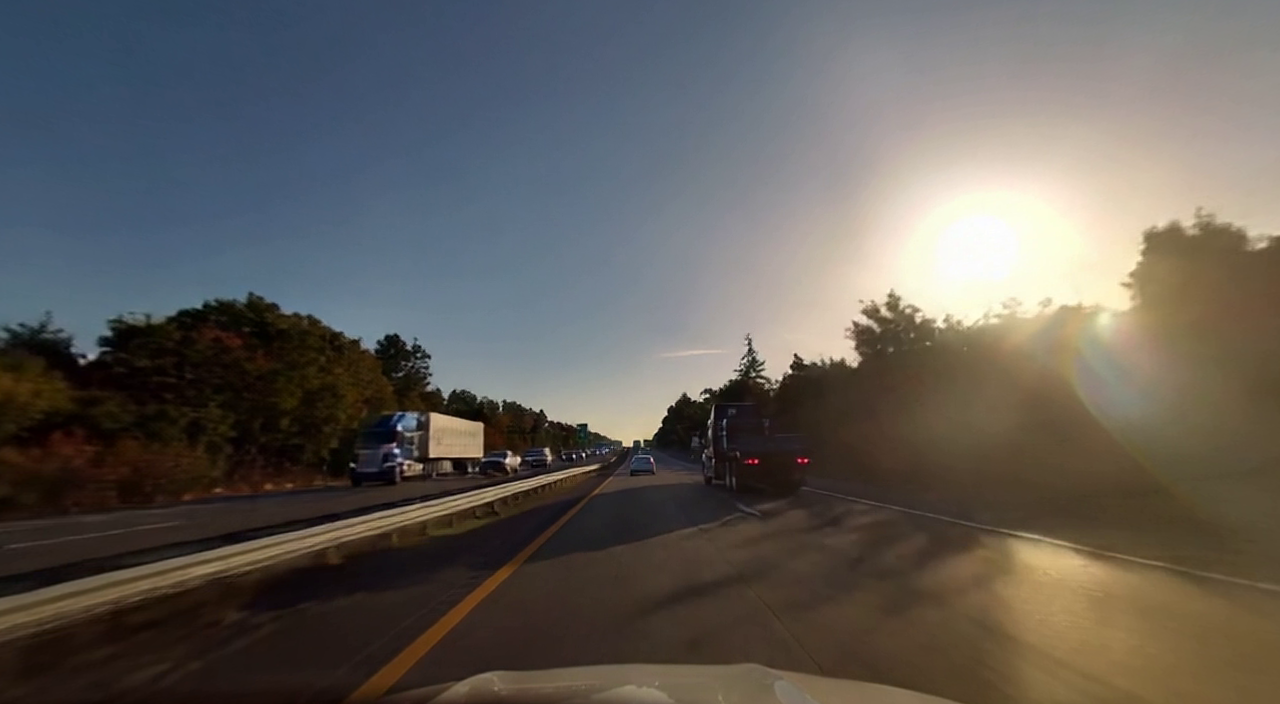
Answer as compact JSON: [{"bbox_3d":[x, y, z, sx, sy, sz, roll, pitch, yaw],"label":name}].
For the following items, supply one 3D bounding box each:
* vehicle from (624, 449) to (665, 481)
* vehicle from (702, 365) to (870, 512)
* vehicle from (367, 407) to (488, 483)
[{"bbox_3d":[0.199,5.620,31.512,1.939,1.495,3.612,0,-9,-1],"label":"vehicle"},{"bbox_3d":[4.253,3.105,21.966,2.885,3.679,12.102,0,-9,0],"label":"vehicle"},{"bbox_3d":[-13.011,6.078,40.716,2.923,3.978,14.760,0,-9,-1],"label":"vehicle"}]
